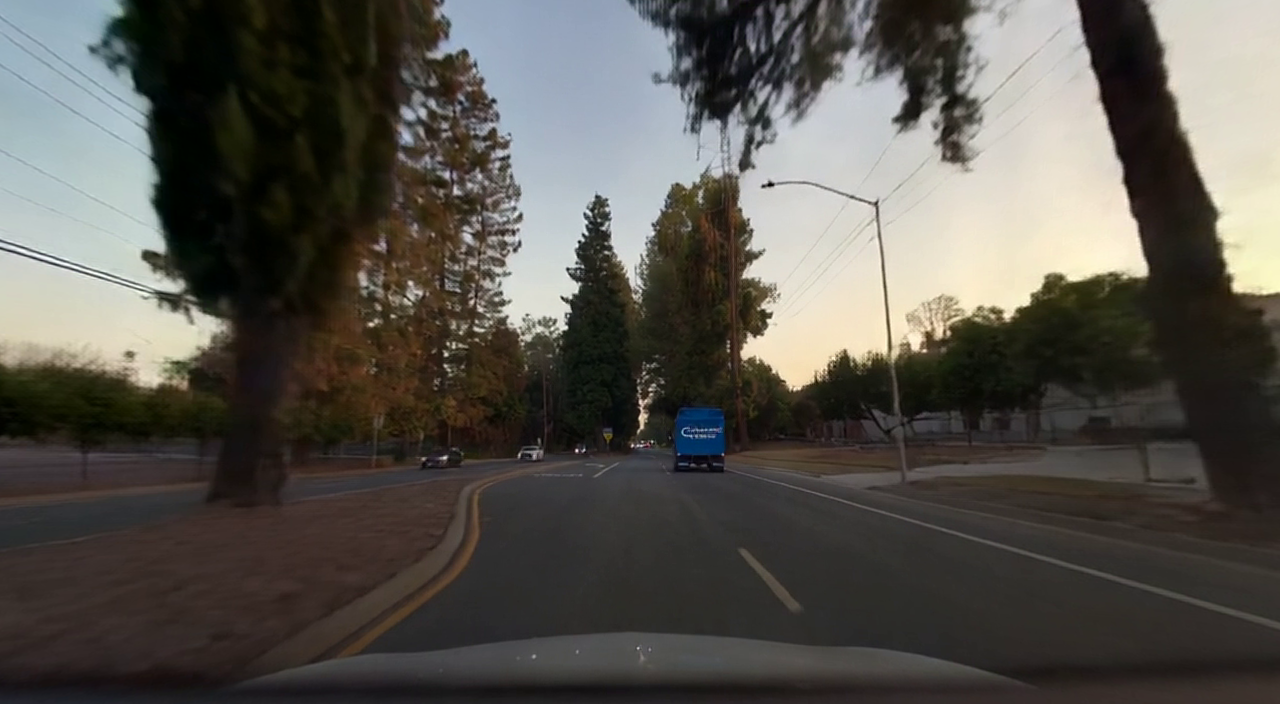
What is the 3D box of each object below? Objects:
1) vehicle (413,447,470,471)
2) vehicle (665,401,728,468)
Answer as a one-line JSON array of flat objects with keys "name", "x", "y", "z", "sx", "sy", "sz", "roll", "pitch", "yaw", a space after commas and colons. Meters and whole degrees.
[{"name": "vehicle", "x": -11.945, "y": 6.438, "z": 38.014, "sx": 1.973, "sy": 1.368, "sz": 4.253, "roll": 0, "pitch": -8, "yaw": 1}, {"name": "vehicle", "x": 3.472, "y": 5.474, "z": 41.084, "sx": 2.973, "sy": 3.848, "sz": 9.336, "roll": 0, "pitch": -8, "yaw": -2}]
